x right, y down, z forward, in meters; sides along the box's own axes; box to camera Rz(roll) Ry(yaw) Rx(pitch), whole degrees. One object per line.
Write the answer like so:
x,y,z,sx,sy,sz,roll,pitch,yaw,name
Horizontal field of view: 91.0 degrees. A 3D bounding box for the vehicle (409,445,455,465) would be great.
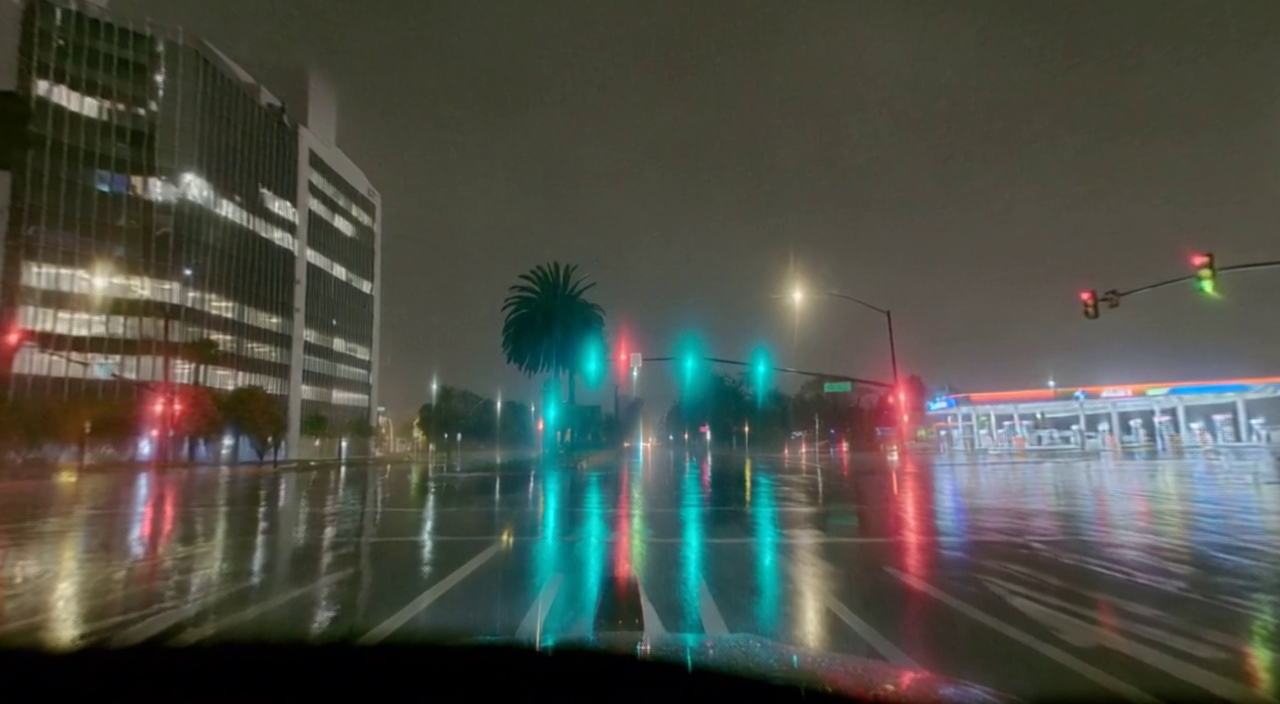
-16.396,8.112,49.897,2.033,1.467,4.504,0,-8,1,vehicle
